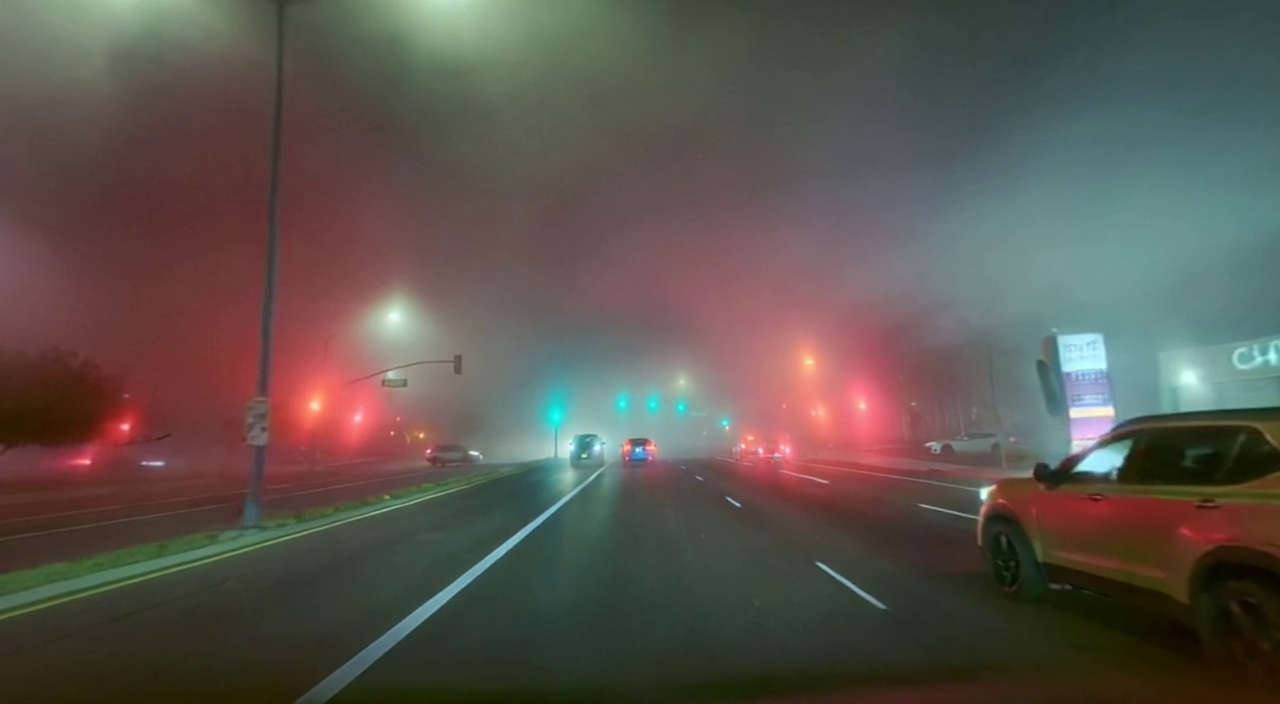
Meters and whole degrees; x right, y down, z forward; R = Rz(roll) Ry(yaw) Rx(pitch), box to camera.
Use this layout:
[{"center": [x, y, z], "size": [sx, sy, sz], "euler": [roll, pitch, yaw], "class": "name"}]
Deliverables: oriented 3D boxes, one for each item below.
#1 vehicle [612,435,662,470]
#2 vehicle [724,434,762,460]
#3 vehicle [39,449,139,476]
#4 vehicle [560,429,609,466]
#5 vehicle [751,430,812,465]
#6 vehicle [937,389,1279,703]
[{"center": [-0.119, 4.535, 28.689], "size": [2.097, 1.480, 4.006], "euler": [0, -8, 0], "class": "vehicle"}, {"center": [7.151, 6.607, 44.117], "size": [1.894, 1.693, 4.110], "euler": [0, -8, -1], "class": "vehicle"}, {"center": [-36.221, 7.247, 41.679], "size": [4.561, 1.588, 1.832], "euler": [5, -10, -29], "class": "vehicle"}, {"center": [-2.836, 5.053, 33.435], "size": [2.064, 1.825, 4.760], "euler": [0, -8, 1], "class": "vehicle"}, {"center": [7.336, 5.017, 33.264], "size": [2.068, 1.731, 4.752], "euler": [0, -8, -1], "class": "vehicle"}, {"center": [3.731, 1.030, 3.616], "size": [1.861, 1.473, 4.393], "euler": [0, -8, -1], "class": "vehicle"}]
